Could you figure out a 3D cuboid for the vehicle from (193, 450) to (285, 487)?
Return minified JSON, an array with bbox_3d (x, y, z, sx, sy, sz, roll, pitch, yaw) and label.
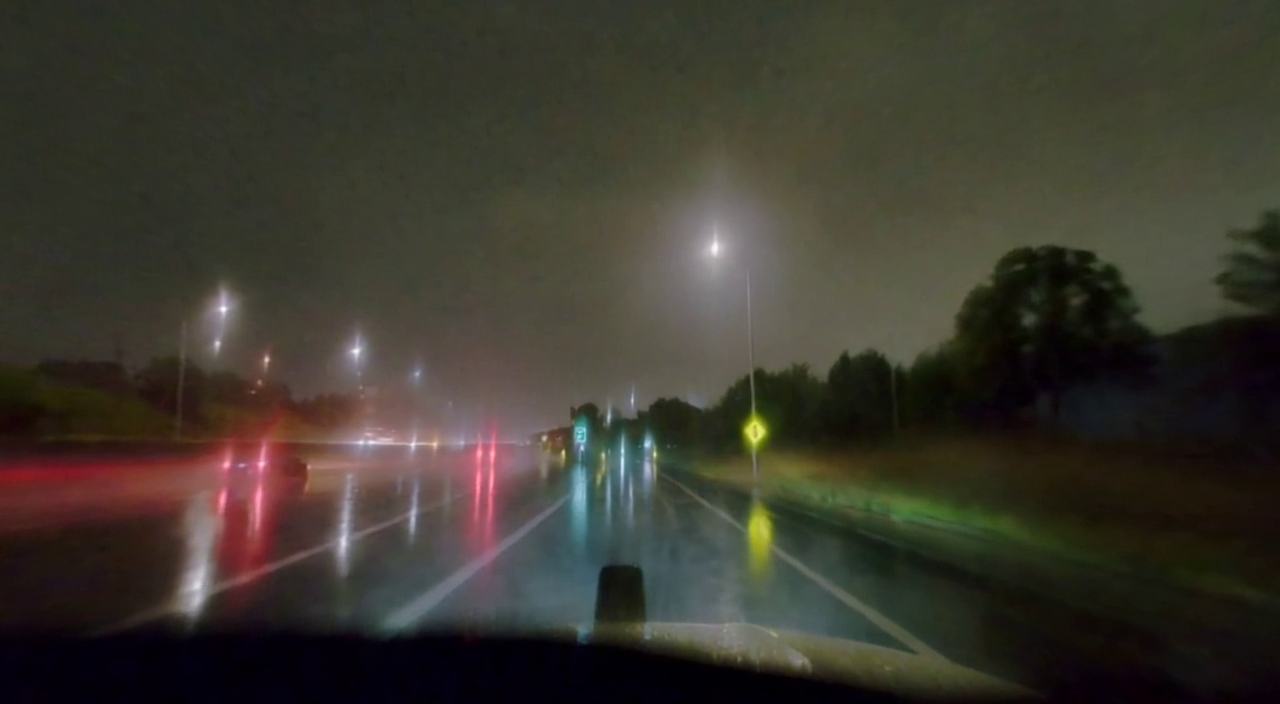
[{"bbox_3d":[-20.112,5.866,31.817,2.093,1.735,4.285,1,-10,-5],"label":"vehicle"}]
